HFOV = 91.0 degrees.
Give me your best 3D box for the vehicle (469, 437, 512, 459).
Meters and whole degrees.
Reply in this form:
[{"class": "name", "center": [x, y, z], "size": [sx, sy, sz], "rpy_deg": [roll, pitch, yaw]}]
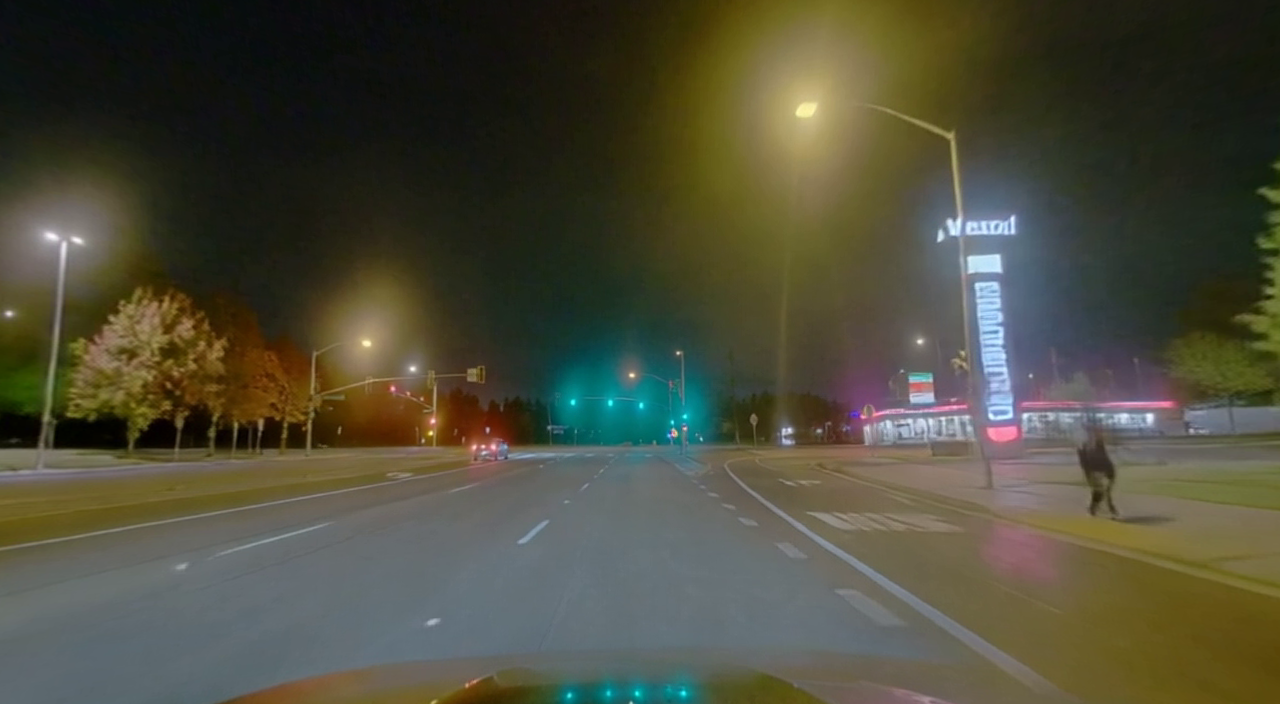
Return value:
[{"class": "vehicle", "center": [-10.783, 7.007, 45.848], "size": [1.924, 1.502, 4.727], "rpy_deg": [0, -9, 1]}]
